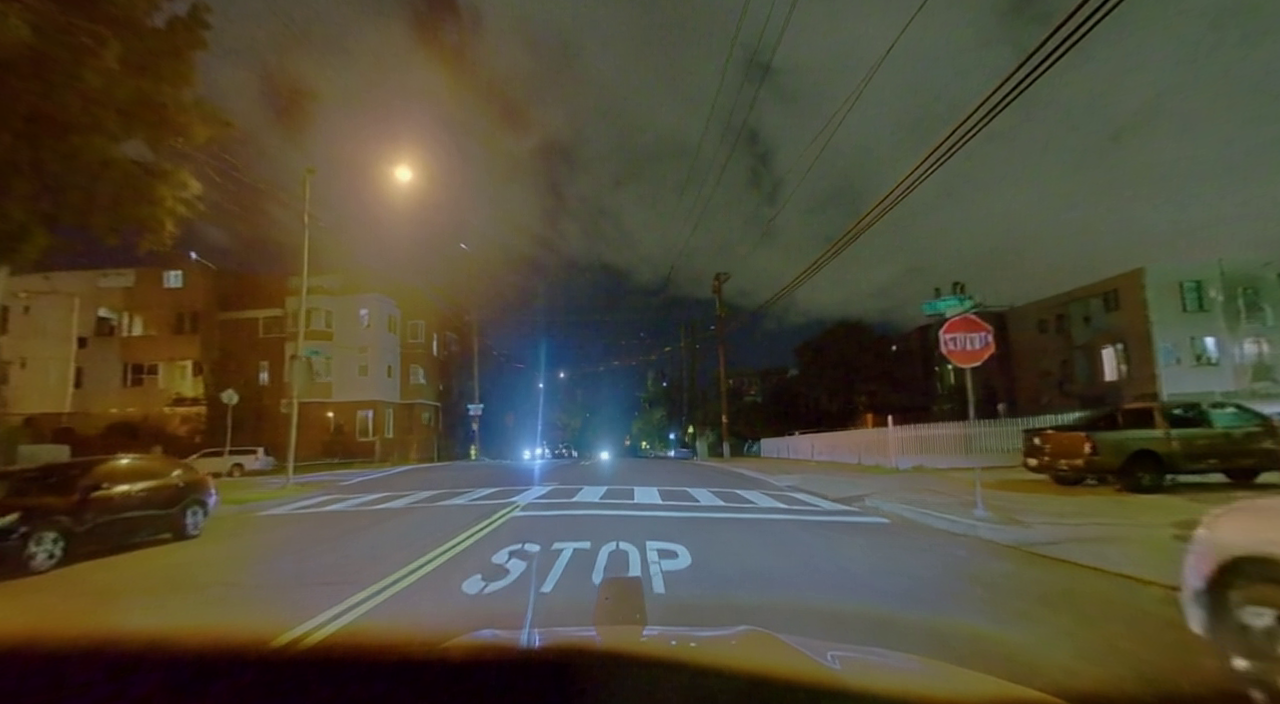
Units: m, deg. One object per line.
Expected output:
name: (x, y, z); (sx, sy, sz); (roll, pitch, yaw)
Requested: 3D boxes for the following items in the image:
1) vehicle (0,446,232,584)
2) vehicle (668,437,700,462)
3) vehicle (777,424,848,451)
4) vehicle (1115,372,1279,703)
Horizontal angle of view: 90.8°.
vehicle: (-8.151, 2.107, 8.739); (2.018, 1.493, 4.693); (-2, -8, -2)
vehicle: (3.282, 7.412, 48.030); (1.993, 1.755, 4.256); (0, -8, -2)
vehicle: (11.321, 5.620, 41.418); (4.509, 1.664, 1.981); (6, -10, -34)
vehicle: (3.718, 0.720, 1.448); (1.976, 1.614, 4.052); (0, -8, -2)
